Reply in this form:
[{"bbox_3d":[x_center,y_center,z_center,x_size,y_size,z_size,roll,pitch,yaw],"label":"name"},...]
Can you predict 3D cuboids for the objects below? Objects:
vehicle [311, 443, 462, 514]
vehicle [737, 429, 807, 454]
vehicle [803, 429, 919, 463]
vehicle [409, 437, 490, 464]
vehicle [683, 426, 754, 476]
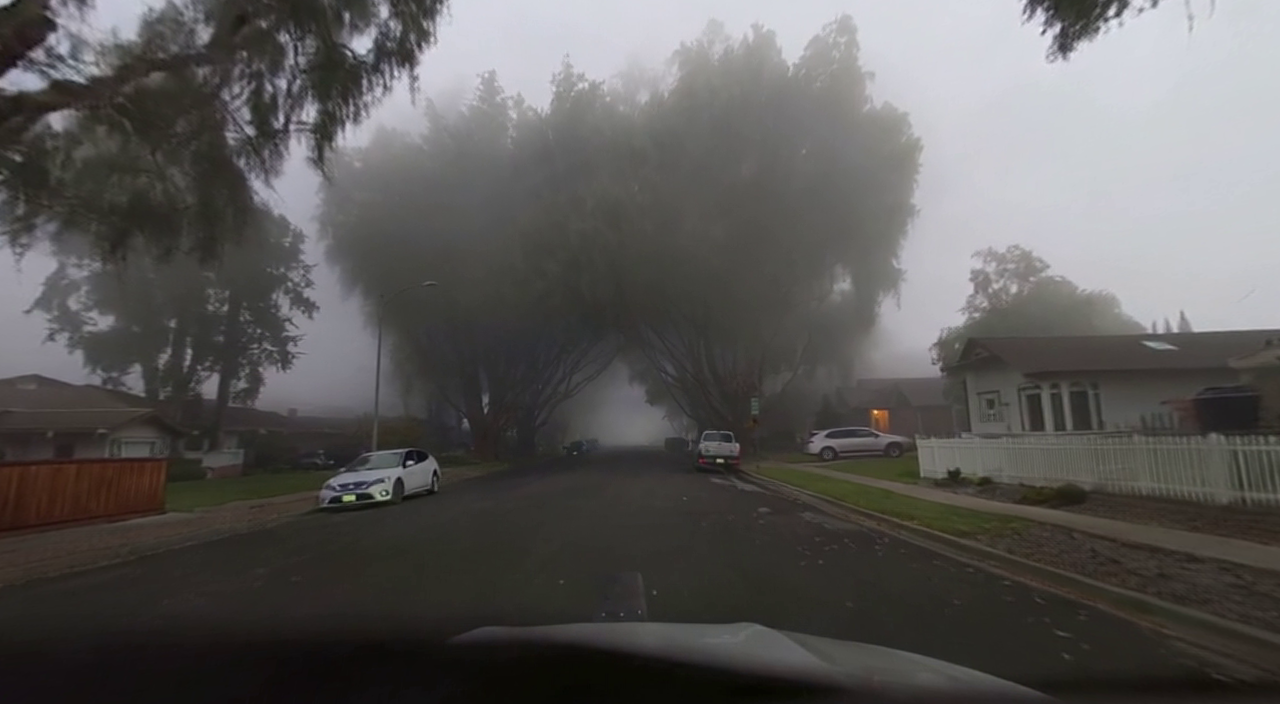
[{"bbox_3d":[-6.371,3.177,16.512,2.099,1.399,4.357,-4,-8,1],"label":"vehicle"},{"bbox_3d":[10.118,6.923,48.731,4.922,1.838,2.068,0,-8,1],"label":"vehicle"},{"bbox_3d":[10.467,4.548,30.336,5.041,1.486,1.969,-3,-9,14],"label":"vehicle"},{"bbox_3d":[-13.080,6.792,43.593,4.928,1.797,1.981,0,-8,1],"label":"vehicle"},{"bbox_3d":[3.187,4.177,26.823,2.241,1.875,5.059,0,-8,-1],"label":"vehicle"}]
